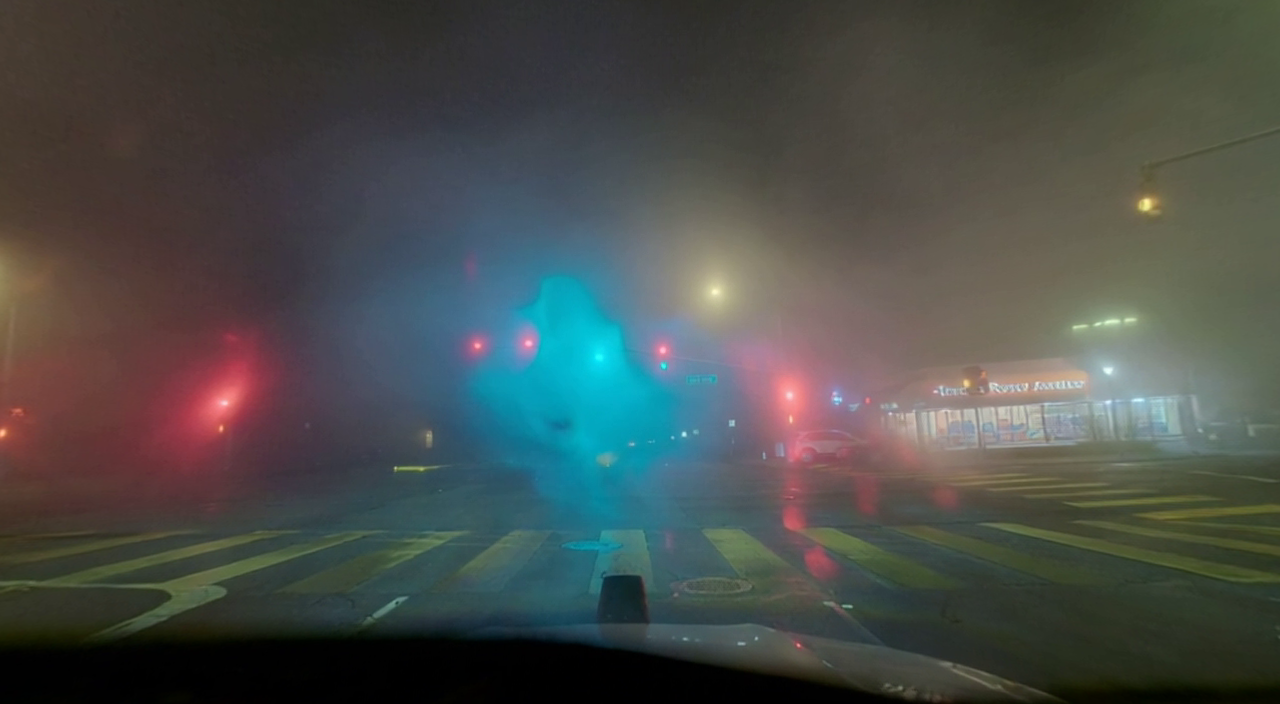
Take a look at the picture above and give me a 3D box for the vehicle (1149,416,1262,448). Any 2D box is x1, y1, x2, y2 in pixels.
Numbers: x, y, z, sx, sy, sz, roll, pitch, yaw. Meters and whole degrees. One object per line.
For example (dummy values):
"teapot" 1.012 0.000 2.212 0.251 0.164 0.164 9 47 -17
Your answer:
"vehicle" 28.280 4.074 31.723 1.799 1.459 4.266 0 -8 3
